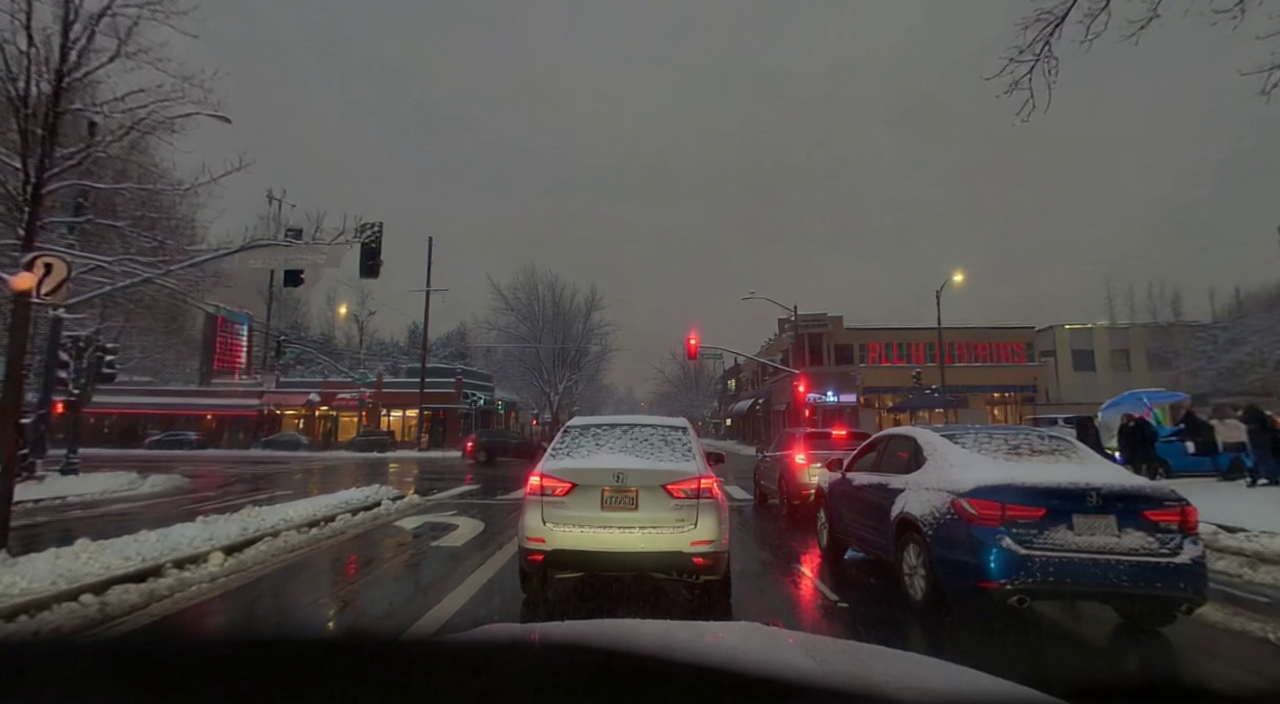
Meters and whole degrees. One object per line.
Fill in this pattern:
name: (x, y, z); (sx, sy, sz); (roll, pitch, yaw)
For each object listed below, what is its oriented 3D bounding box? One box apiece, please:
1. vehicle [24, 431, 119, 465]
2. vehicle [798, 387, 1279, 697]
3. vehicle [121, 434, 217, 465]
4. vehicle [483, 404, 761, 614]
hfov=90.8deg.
vehicle: (-29.604, 4.982, 32.899); (4.164, 1.652, 2.087); (-4, -9, 24)
vehicle: (3.035, 1.339, 5.663); (1.983, 1.654, 4.354); (0, -8, -2)
vehicle: (-25.287, 5.215, 33.938); (4.253, 1.570, 2.132); (-4, -9, 22)
vehicle: (-0.141, 1.552, 7.265); (2.123, 1.589, 4.702); (0, -8, 0)
